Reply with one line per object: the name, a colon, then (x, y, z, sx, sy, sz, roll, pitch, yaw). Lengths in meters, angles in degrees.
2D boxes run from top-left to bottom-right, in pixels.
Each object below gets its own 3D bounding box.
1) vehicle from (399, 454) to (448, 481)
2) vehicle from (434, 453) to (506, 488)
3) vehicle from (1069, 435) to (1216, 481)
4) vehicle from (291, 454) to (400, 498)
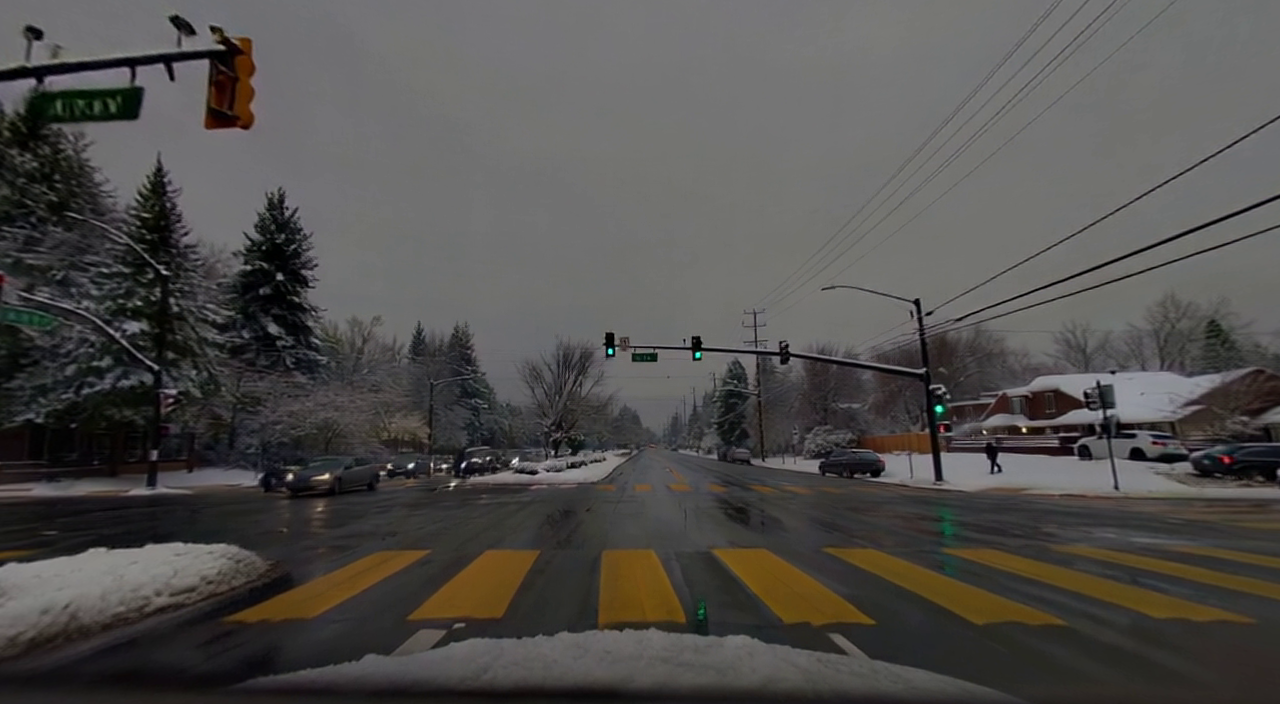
vehicle: (-13.916, 7.449, 40.757, 1.783, 1.592, 3.978, 0, -8, 0)
vehicle: (-7.712, 5.383, 29.029, 1.958, 1.415, 4.312, -1, -8, 2)
vehicle: (25.310, 5.336, 32.076, 2.177, 2.086, 5.514, 2, -9, -13)
vehicle: (-10.991, 4.630, 23.936, 2.007, 1.451, 4.242, 0, -8, 1)
